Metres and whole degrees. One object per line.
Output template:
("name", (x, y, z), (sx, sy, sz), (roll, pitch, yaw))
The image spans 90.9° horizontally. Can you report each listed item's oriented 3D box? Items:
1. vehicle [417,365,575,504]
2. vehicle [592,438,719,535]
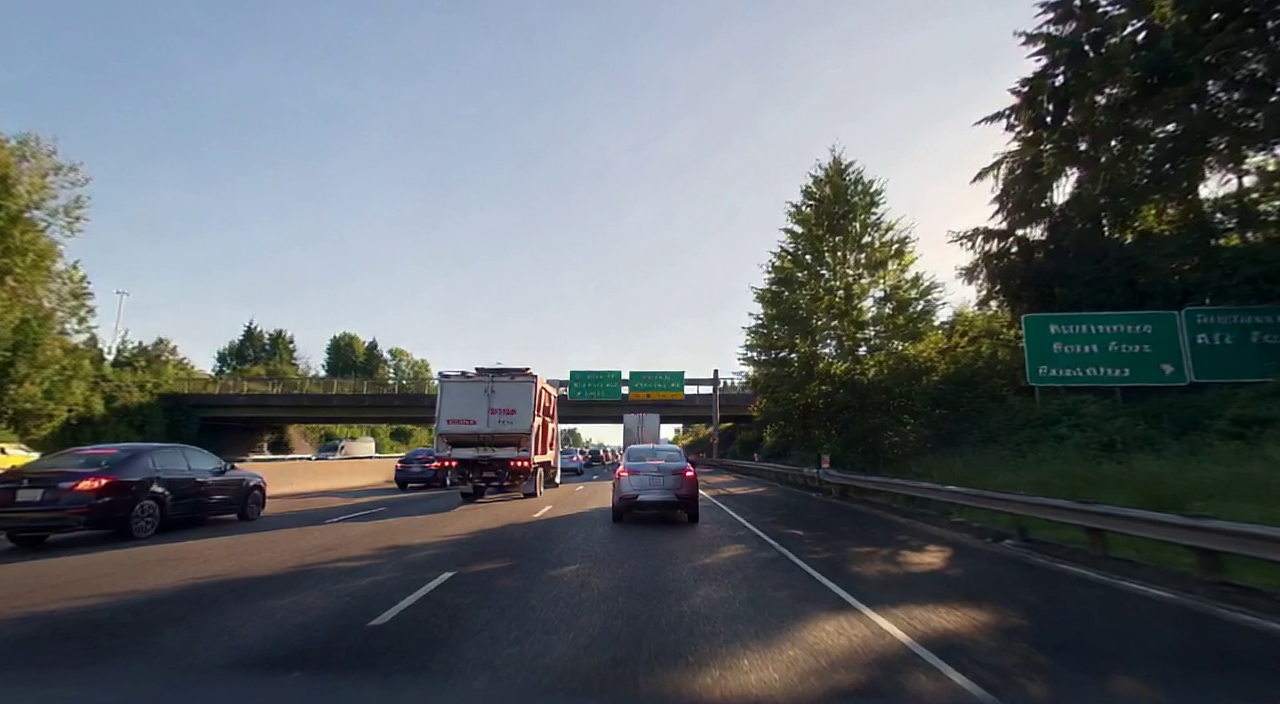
("vehicle", (-3.844, 2.567, 19.045), (2.832, 3.293, 7.782), (0, -9, 1))
("vehicle", (0.238, 2.390, 11.694), (1.995, 1.495, 3.380), (0, -9, 0))
